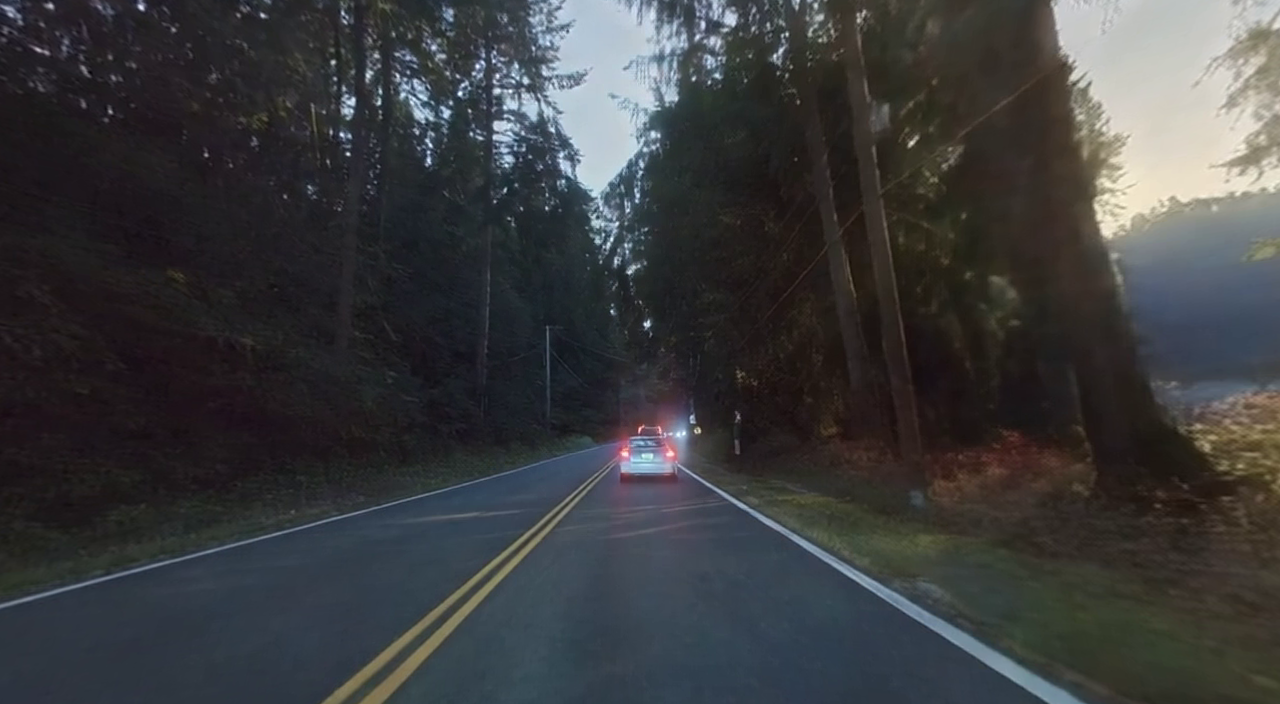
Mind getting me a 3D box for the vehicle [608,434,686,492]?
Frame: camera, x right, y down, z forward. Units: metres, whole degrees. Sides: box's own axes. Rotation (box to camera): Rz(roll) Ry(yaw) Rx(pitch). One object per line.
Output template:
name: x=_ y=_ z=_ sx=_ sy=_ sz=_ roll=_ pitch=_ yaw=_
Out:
vehicle: x=0.172 y=3.237 z=18.689 sx=2.081 sy=1.503 sz=3.726 roll=0 pitch=-8 yaw=-1
